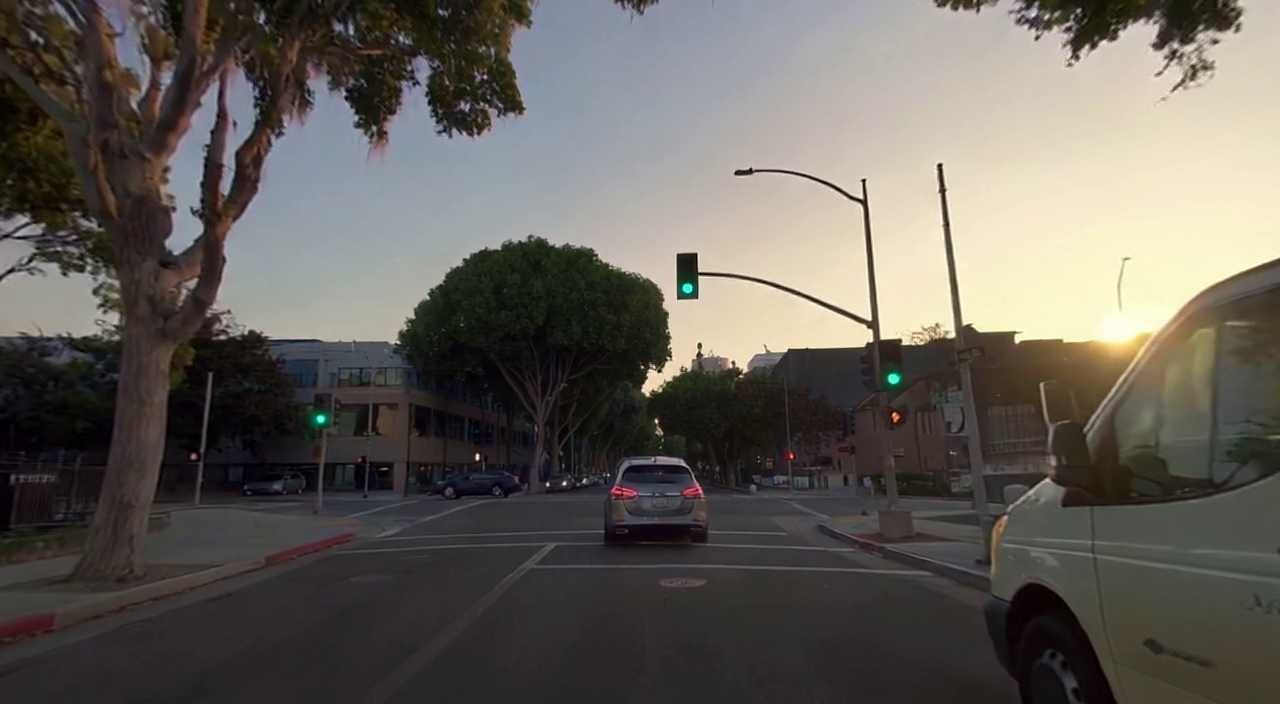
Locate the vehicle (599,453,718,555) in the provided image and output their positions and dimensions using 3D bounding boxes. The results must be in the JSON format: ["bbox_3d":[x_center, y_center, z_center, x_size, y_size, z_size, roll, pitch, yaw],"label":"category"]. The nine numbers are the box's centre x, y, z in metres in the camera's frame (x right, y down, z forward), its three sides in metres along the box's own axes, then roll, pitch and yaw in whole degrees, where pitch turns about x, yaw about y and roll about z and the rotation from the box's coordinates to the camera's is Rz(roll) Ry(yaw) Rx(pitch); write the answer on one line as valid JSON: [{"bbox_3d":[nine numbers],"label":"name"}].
[{"bbox_3d":[0.236,2.863,12.308,1.961,1.629,3.610,1,-11,-2],"label":"vehicle"}]

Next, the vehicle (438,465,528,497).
[{"bbox_3d":[-8.984,7.442,36.426,1.993,1.692,4.675,-9,-14,42],"label":"vehicle"}]

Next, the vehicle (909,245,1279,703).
[{"bbox_3d":[2.826,0.656,1.507,2.054,1.965,5.248,1,-11,0],"label":"vehicle"}]

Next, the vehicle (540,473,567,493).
[{"bbox_3d":[-6.789,10.307,49.730,1.757,1.473,3.712,1,-10,-3],"label":"vehicle"}]
